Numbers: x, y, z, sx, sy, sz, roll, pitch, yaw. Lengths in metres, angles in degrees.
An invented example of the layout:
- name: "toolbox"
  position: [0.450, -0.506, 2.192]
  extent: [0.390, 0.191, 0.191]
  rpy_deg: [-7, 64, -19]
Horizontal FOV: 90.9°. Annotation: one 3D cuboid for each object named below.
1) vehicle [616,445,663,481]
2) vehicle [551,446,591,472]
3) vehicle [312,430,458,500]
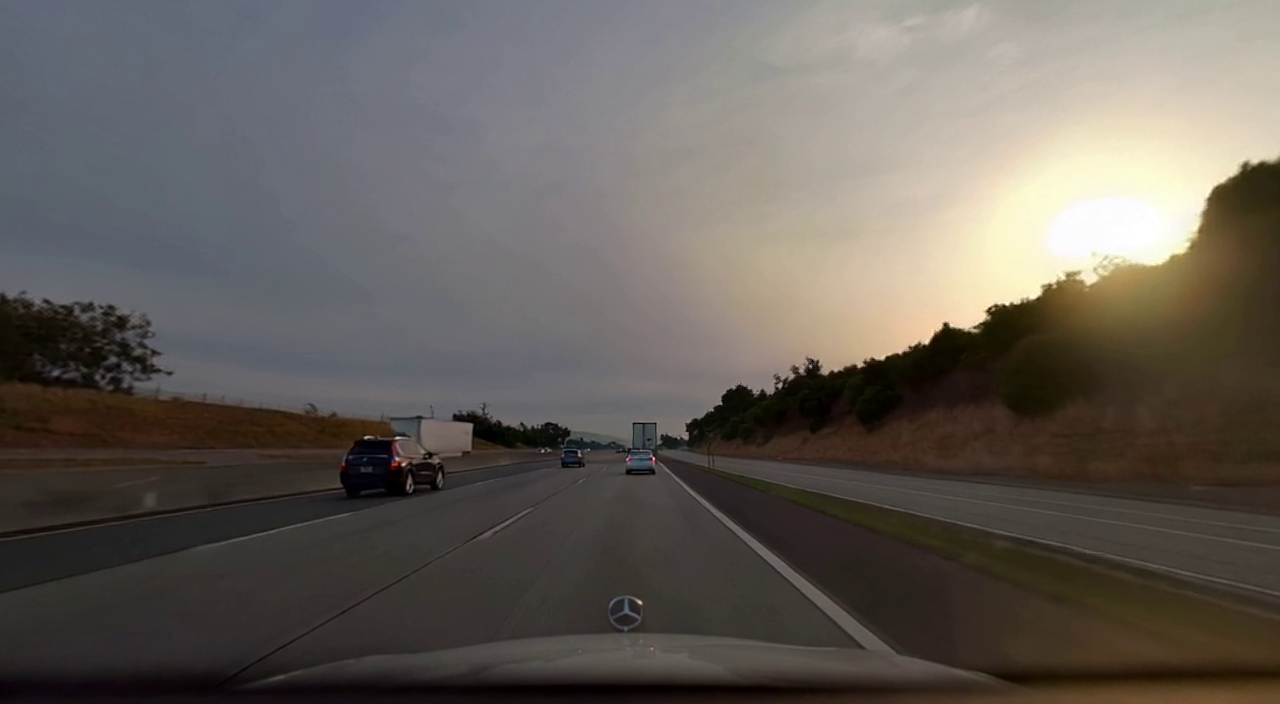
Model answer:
- name: "vehicle"
  position: [-0.024, 4.972, 28.461]
  extent: [1.991, 1.507, 3.391]
  rpy_deg: [0, -9, 0]
- name: "vehicle"
  position: [-4.360, 6.847, 40.512]
  extent: [2.018, 1.504, 4.431]
  rpy_deg: [0, -9, 1]
- name: "vehicle"
  position: [-7.719, 3.493, 19.881]
  extent: [2.316, 1.875, 5.337]
  rpy_deg: [0, -9, 1]
